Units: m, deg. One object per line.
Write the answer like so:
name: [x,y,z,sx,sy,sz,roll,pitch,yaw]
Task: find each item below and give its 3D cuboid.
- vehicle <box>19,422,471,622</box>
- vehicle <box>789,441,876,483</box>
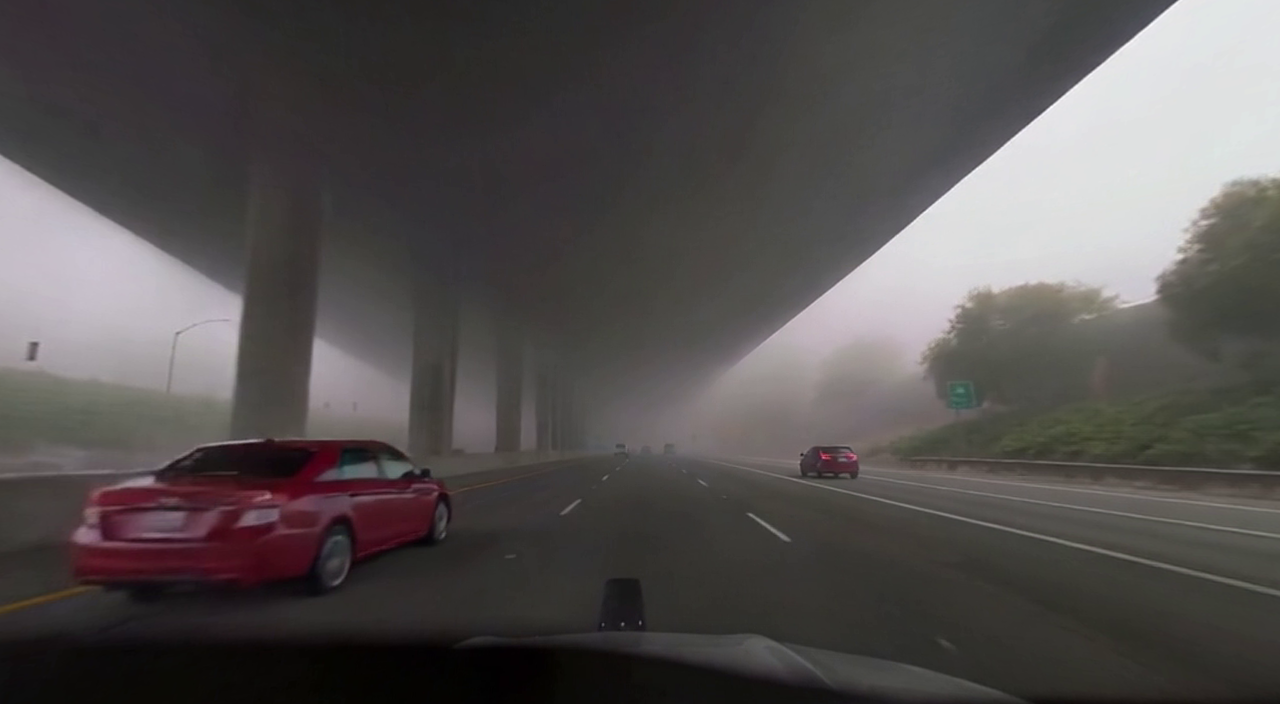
vehicle: [-3.722,1.684,7.373,2.085,1.533,4.861,0,-9,1]
vehicle: [7.378,4.251,24.649,1.914,1.465,4.574,0,-9,-1]
